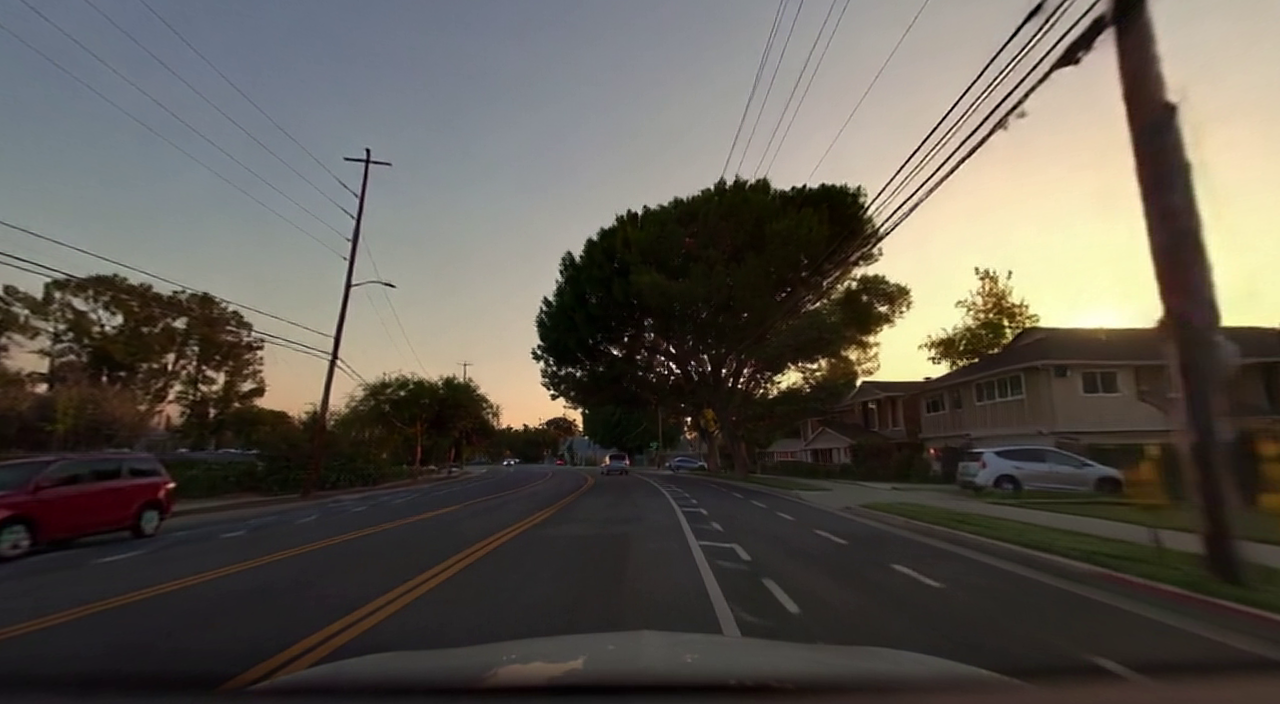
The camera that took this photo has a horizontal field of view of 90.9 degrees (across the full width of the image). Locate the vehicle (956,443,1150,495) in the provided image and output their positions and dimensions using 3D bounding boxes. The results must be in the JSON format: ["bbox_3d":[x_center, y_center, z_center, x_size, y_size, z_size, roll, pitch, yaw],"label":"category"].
[{"bbox_3d":[12.645,3.583,19.512,4.648,1.511,1.919,0,-8,-2],"label":"vehicle"}]

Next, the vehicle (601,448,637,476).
[{"bbox_3d":[-1.629,8.057,46.350,2.284,1.741,4.702,3,-8,-5],"label":"vehicle"}]

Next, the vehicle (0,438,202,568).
[{"bbox_3d":[-11.196,2.688,11.949,1.998,2.047,5.167,0,-8,0],"label":"vehicle"}]
